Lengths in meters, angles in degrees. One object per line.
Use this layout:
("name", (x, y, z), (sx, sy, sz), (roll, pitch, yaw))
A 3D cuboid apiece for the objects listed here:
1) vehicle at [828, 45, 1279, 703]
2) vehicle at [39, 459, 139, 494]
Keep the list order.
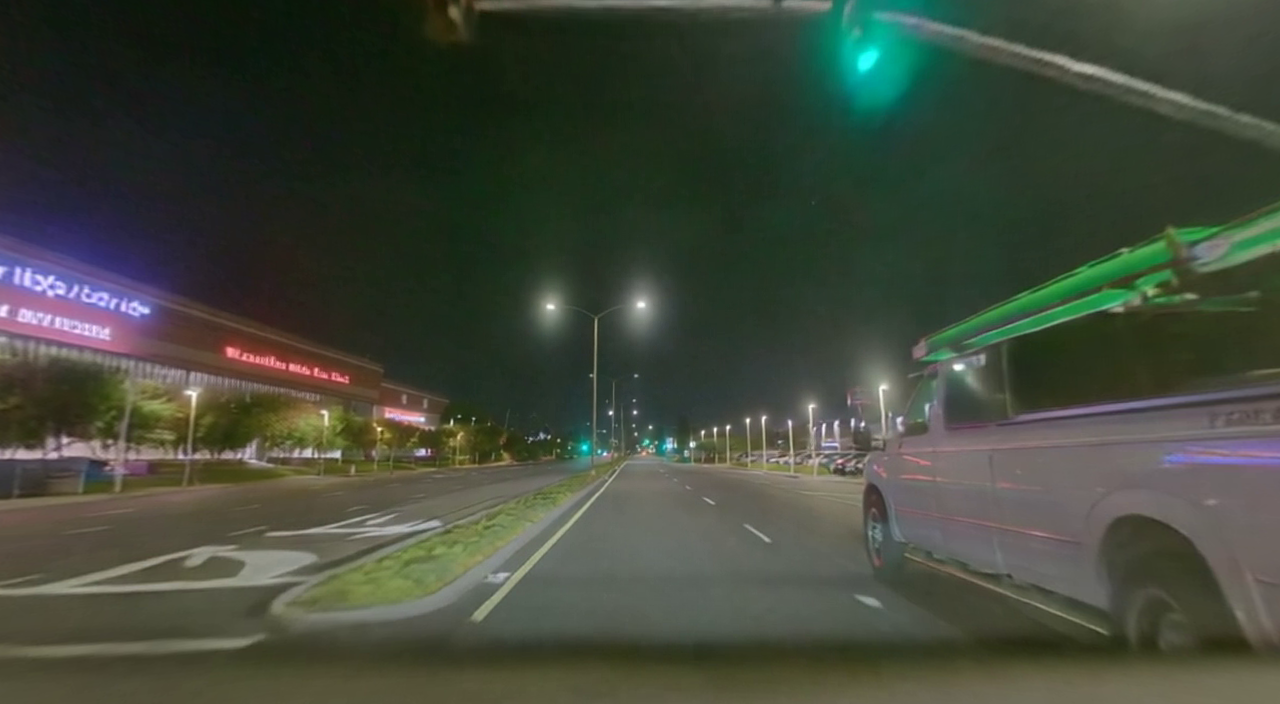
("vehicle", (3.325, 0.622, 3.910), (2.484, 2.642, 5.990), (-1, -8, 1))
("vehicle", (-28.163, 6.357, 32.280), (3.885, 1.425, 1.660), (-4, -6, 7))
